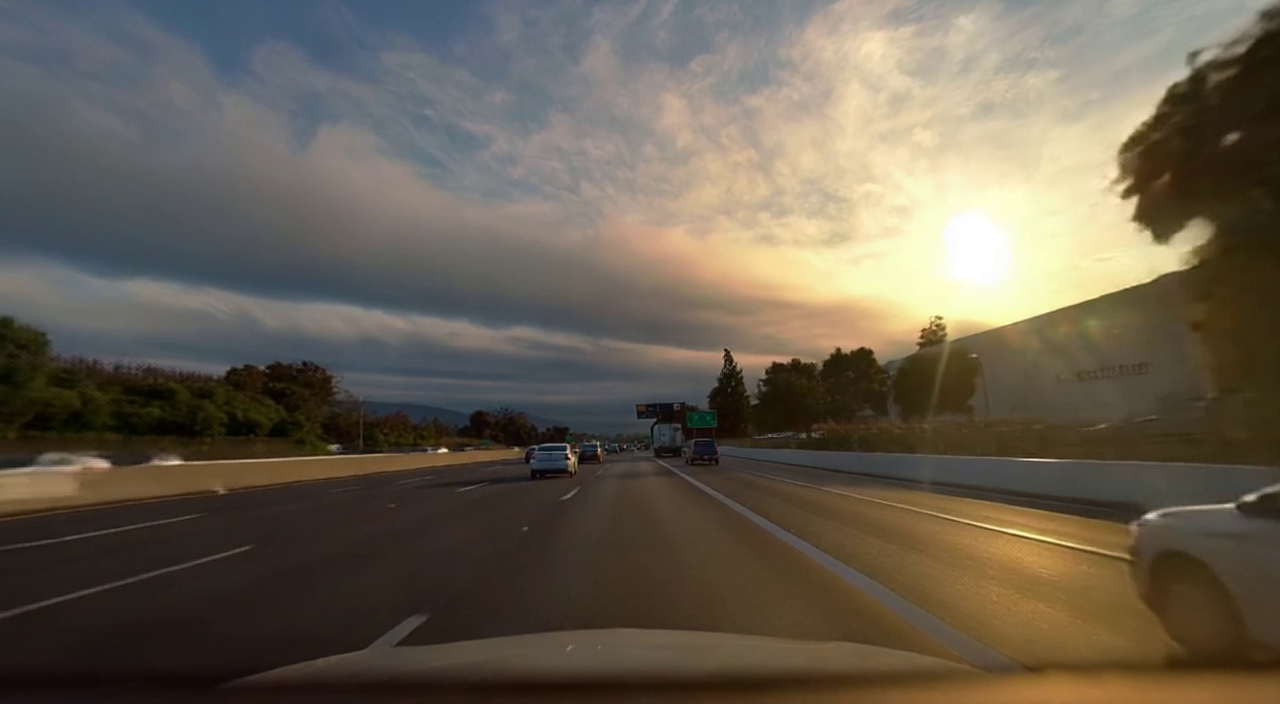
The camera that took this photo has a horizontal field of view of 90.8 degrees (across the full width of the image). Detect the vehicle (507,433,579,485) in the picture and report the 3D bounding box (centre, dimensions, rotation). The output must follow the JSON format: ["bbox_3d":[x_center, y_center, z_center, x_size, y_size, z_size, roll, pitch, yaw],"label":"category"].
[{"bbox_3d":[-3.526,3.987,23.817,1.987,1.765,4.508,0,-8,0],"label":"vehicle"}]

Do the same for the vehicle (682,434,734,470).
[{"bbox_3d":[3.640,5.510,34.871,2.198,1.807,4.530,0,-8,-2],"label":"vehicle"}]

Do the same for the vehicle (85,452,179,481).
[{"bbox_3d":[-28.442,6.390,35.553,1.806,1.471,4.189,0,-8,-1],"label":"vehicle"}]

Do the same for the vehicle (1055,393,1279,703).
[{"bbox_3d":[3.806,0.803,1.847,1.957,1.510,4.643,0,-8,-1],"label":"vehicle"}]
